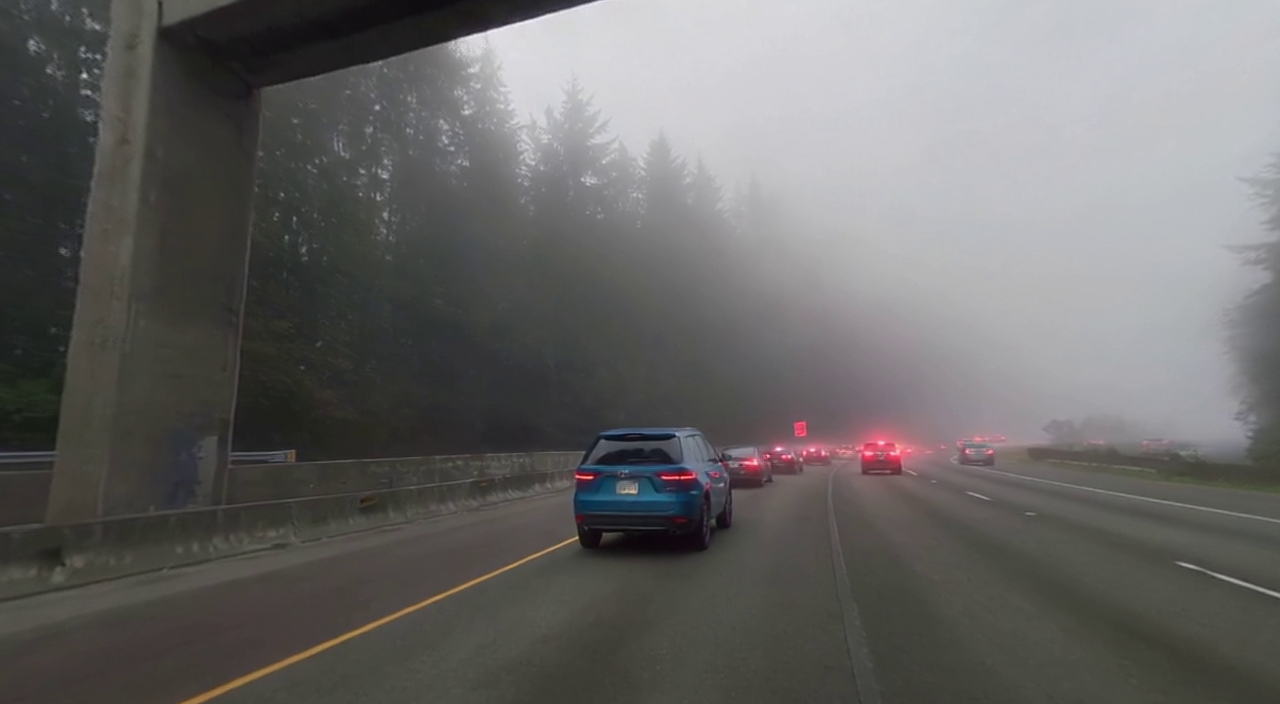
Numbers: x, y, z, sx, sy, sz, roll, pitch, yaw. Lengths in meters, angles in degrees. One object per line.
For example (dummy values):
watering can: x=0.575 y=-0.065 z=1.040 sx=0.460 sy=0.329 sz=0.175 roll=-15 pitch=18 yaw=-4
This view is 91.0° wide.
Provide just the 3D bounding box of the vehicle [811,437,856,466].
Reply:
vehicle: x=11.317 y=5.825 z=37.097 sx=1.857 sy=1.584 sz=3.976 roll=-1 pitch=-8 yaw=7

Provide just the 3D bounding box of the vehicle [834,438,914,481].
vehicle: x=8.594 y=3.953 z=23.501 sx=1.962 sy=1.442 sz=4.536 roll=-1 pitch=-8 yaw=10

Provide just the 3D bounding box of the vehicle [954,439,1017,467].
vehicle: x=19.757 y=5.741 z=36.157 sx=1.990 sy=1.478 sz=4.475 roll=-2 pitch=-8 yaw=14

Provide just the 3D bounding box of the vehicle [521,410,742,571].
vehicle: x=0.182 y=1.740 z=8.741 sx=2.021 sy=1.635 sz=4.085 roll=-2 pitch=-8 yaw=14

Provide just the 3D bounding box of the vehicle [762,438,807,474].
vehicle: x=6.339 y=4.545 z=27.685 sx=1.755 sy=1.457 sz=3.686 roll=-2 pitch=-8 yaw=13
